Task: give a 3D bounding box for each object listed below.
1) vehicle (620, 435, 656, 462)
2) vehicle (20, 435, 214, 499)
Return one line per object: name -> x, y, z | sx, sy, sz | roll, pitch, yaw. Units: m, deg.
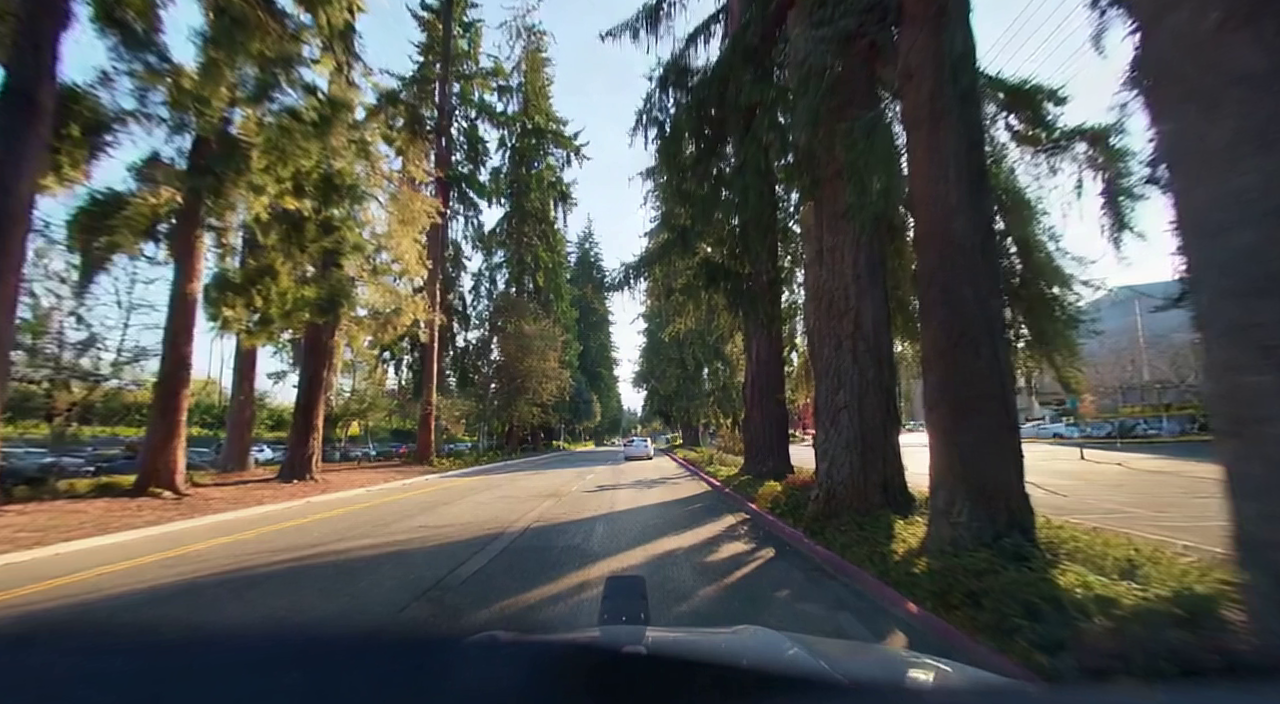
vehicle -> -0.124, 5.569, 36.372 | 1.991, 1.463, 3.988 | 0, -8, 0
vehicle -> -15.896, 3.493, 19.493 | 2.163, 1.738, 4.393 | 0, -8, 0
